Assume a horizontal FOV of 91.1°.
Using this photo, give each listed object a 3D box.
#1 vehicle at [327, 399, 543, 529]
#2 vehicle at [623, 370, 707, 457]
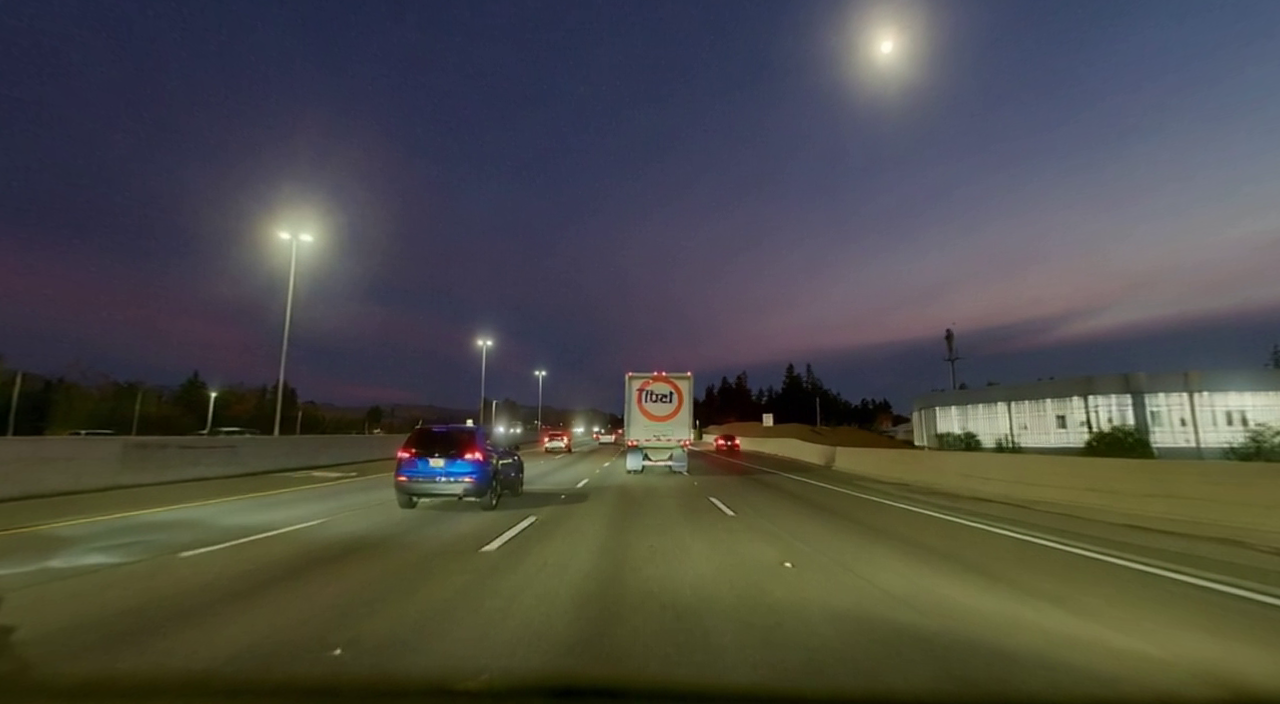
[{"bbox_3d":[-3.281,1.937,11.380,2.178,1.826,4.933,0,-8,1],"label":"vehicle"},{"bbox_3d":[1.908,3.634,36.960,3.657,4.173,13.731,-1,-6,7],"label":"vehicle"}]
